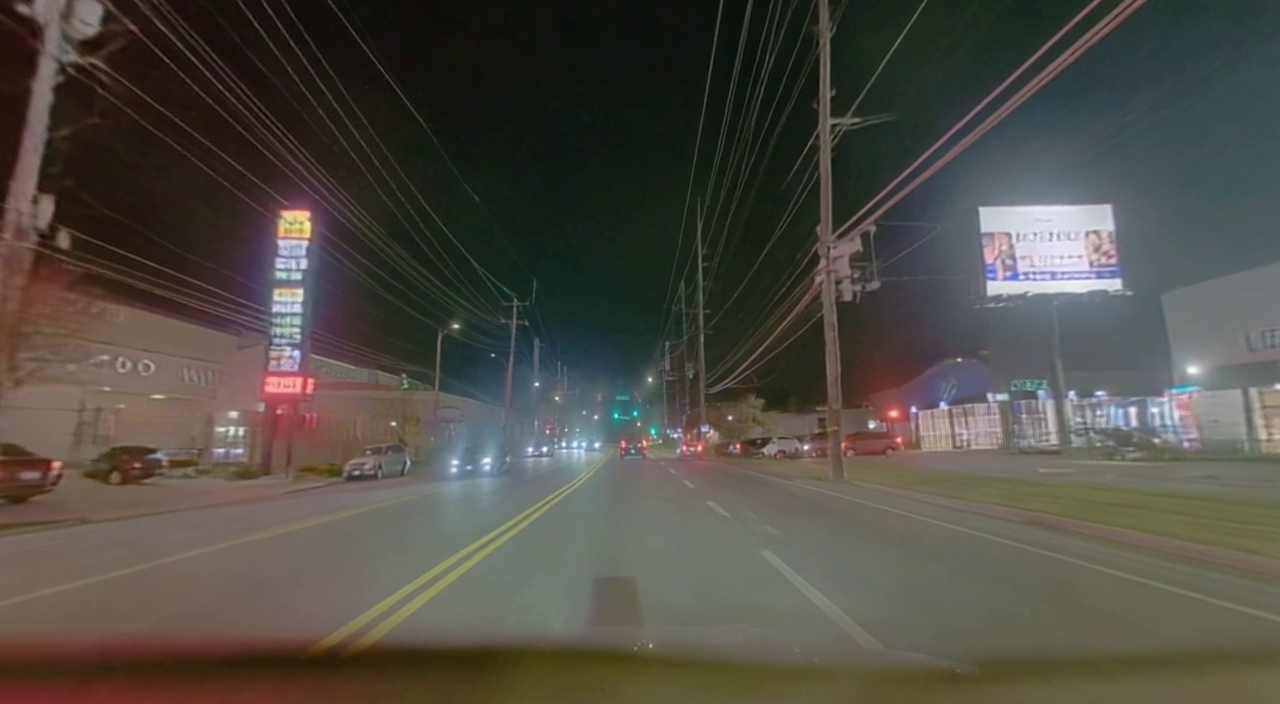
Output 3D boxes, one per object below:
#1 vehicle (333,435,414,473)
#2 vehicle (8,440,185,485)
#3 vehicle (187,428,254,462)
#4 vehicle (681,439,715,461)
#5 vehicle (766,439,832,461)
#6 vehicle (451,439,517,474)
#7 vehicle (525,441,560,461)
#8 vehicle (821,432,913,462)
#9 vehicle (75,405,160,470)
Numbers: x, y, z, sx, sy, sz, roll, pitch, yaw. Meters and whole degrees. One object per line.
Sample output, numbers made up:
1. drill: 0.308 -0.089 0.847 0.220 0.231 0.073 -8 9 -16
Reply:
1. vehicle: -13.858 5.313 33.209 2.044 1.830 4.800 -1 -8 2
2. vehicle: -19.409 3.949 22.710 4.667 1.539 1.976 -1 -9 4
3. vehicle: -33.019 7.345 49.804 3.915 2.641 1.656 1 -9 -3
4. vehicle: 4.019 6.913 44.562 1.926 1.482 4.442 0 -8 -1
5. vehicle: 11.341 7.002 45.212 4.238 1.464 1.862 0 -8 2
6. vehicle: -7.368 4.963 30.299 1.952 1.536 4.623 0 -8 0
7. vehicle: -7.522 7.669 49.150 2.020 1.479 4.612 0 -8 0
8. vehicle: 15.110 6.362 42.264 5.307 1.877 2.052 0 -8 -1
9. vehicle: -32.207 5.284 38.955 3.976 3.736 2.624 -6 -11 33
